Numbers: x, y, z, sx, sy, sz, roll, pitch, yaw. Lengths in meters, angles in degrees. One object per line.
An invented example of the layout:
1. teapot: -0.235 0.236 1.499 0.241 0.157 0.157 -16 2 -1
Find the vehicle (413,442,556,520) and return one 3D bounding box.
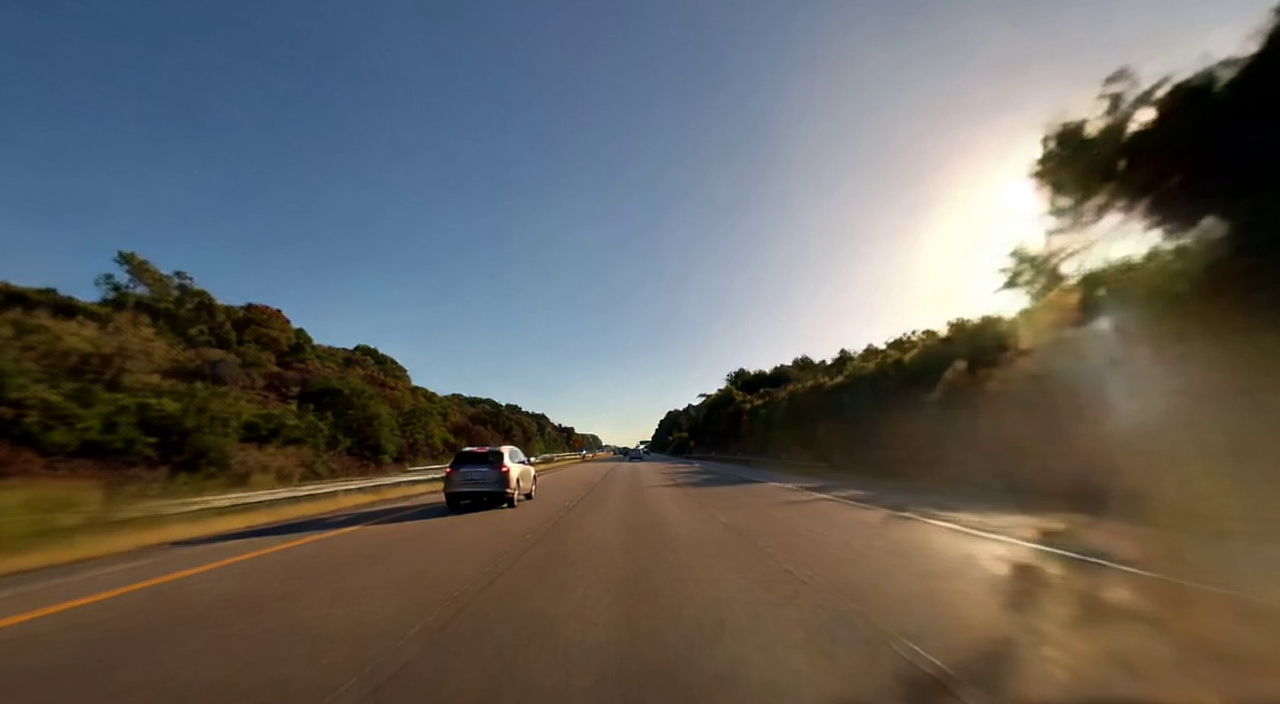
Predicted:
1. vehicle: -3.318 2.875 14.547 2.054 1.475 4.708 0 -9 0
